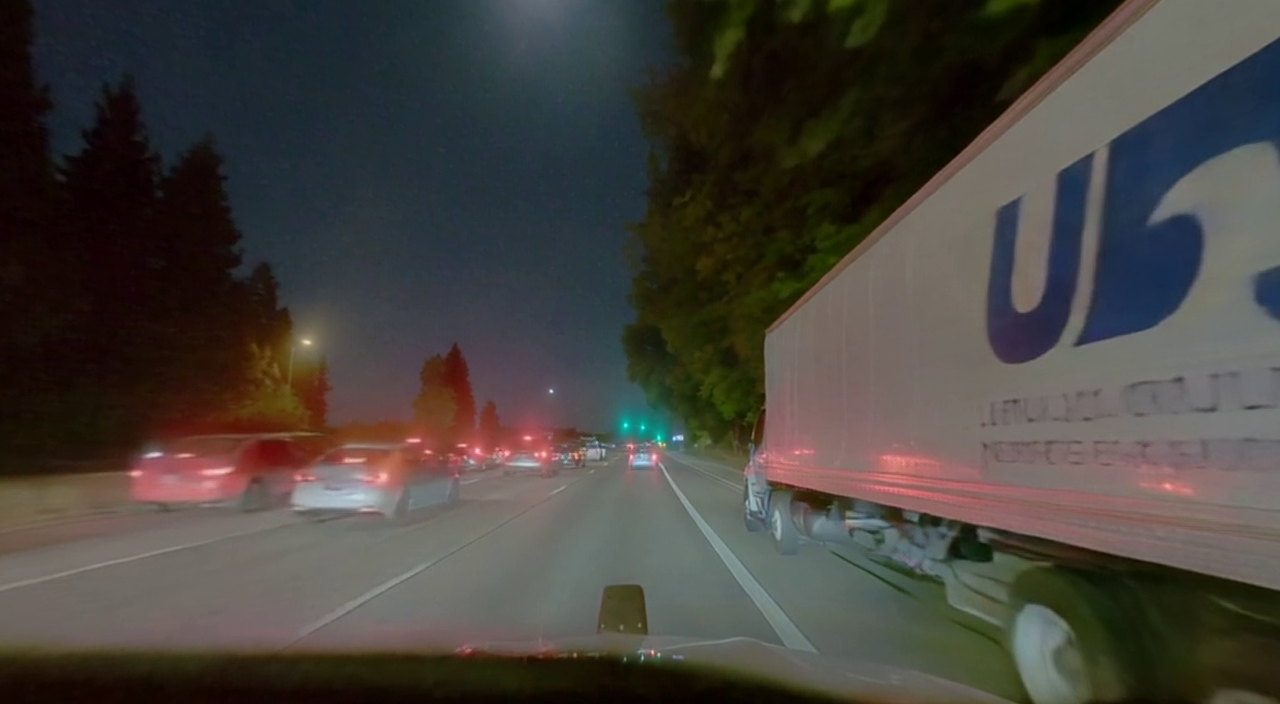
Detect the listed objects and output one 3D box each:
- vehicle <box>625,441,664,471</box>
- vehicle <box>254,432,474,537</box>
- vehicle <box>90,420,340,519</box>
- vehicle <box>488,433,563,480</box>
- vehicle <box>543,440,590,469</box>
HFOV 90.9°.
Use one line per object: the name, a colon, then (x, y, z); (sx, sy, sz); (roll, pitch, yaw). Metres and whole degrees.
vehicle: (0.220, 5.358, 32.643); (1.875, 1.453, 3.888); (0, -8, 0)
vehicle: (-4.532, 2.214, 11.175); (2.068, 1.480, 4.039); (0, -8, 0)
vehicle: (-8.397, 2.357, 13.146); (1.959, 1.668, 4.557); (-1, -8, 1)
vehicle: (-4.477, 4.156, 25.314); (2.042, 1.713, 4.493); (-1, -8, 2)
vehicle: (-4.079, 5.770, 35.714); (2.121, 1.485, 4.363); (0, -8, 0)
